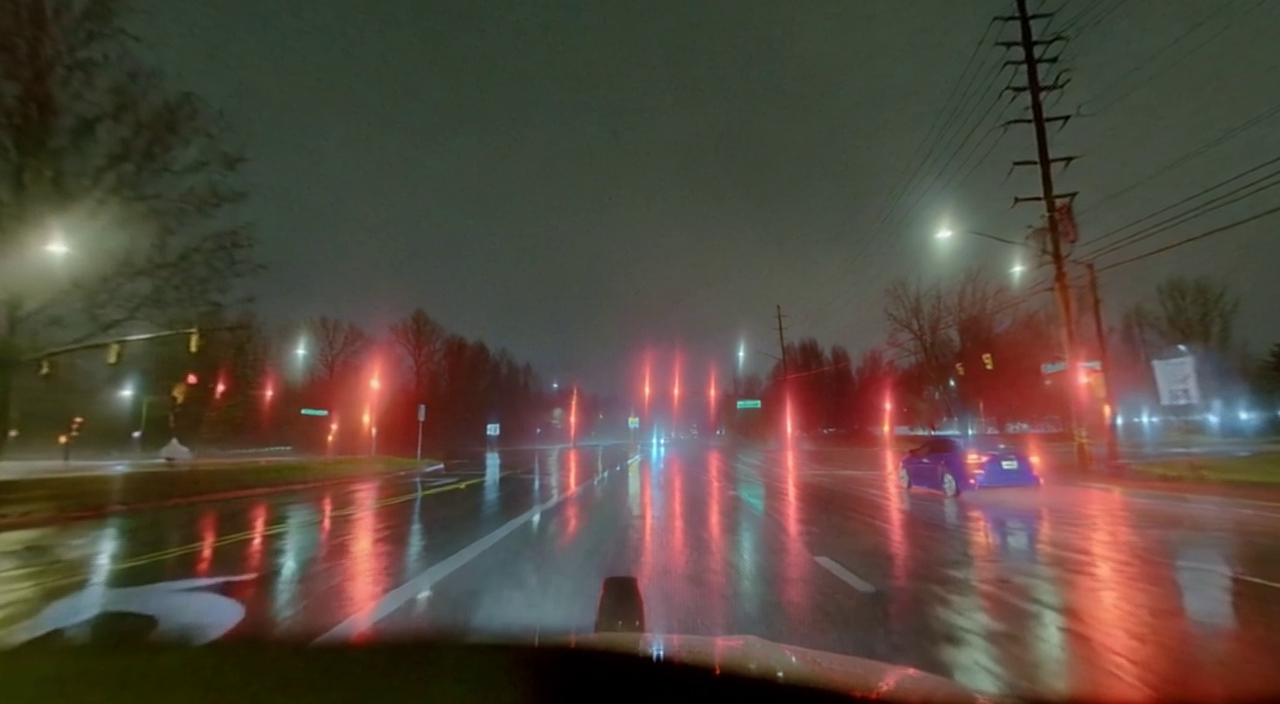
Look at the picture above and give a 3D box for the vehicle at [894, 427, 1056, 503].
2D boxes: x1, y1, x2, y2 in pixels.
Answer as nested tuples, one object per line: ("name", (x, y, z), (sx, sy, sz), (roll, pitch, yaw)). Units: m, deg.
("vehicle", (7.691, 2.617, 14.957), (1.797, 1.544, 3.685), (0, -9, 0))
